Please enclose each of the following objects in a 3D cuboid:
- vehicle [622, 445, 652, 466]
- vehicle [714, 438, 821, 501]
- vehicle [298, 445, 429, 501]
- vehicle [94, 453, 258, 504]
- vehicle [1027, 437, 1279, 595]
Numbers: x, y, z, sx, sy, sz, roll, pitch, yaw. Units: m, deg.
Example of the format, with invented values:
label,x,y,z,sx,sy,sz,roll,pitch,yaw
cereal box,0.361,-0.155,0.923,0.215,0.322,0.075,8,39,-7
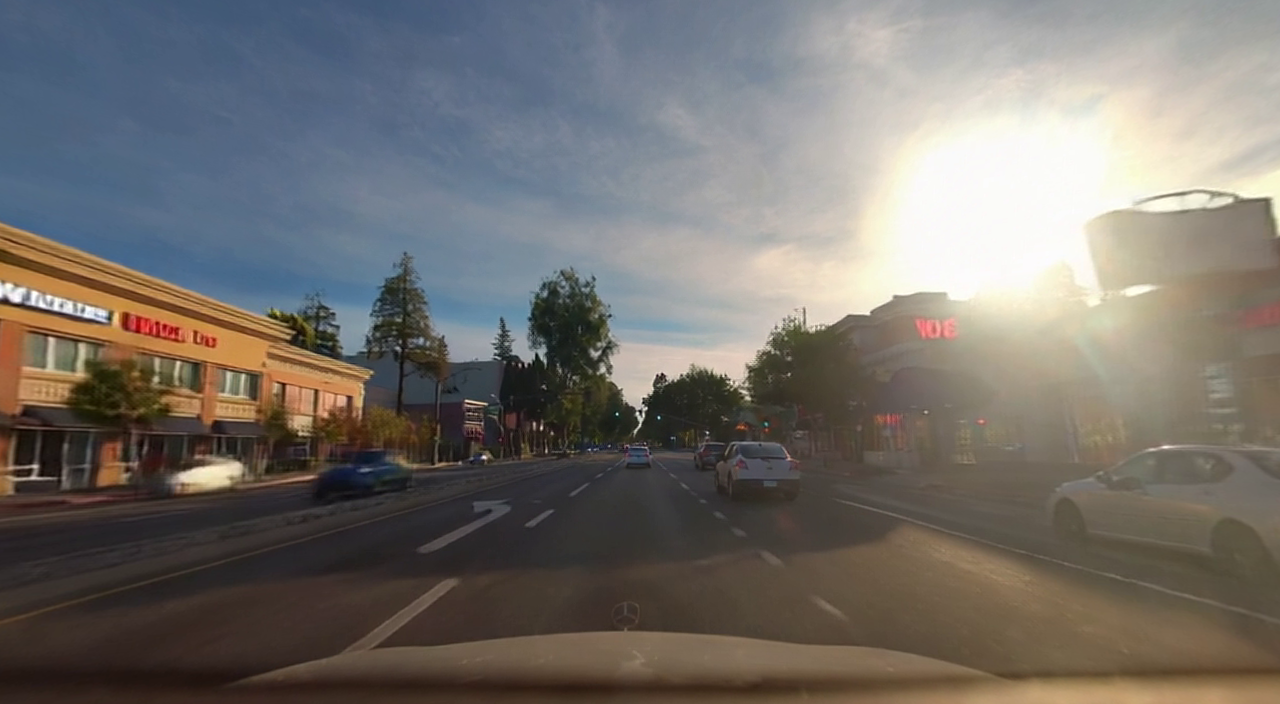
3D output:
label,x,y,z,sx,sy,sz,roll,pitch,yaw
vehicle,-0.212,7.520,46.007,2.052,1.461,4.324,0,-8,0
vehicle,3.469,3.288,18.168,2.072,1.545,4.578,0,-8,-1
vehicle,-8.262,3.616,19.415,2.039,1.487,4.437,0,-8,0
vehicle,-15.885,4.316,22.043,2.096,1.512,4.755,0,-8,1
vehicle,6.887,1.724,7.269,1.952,1.449,4.544,0,-8,0
